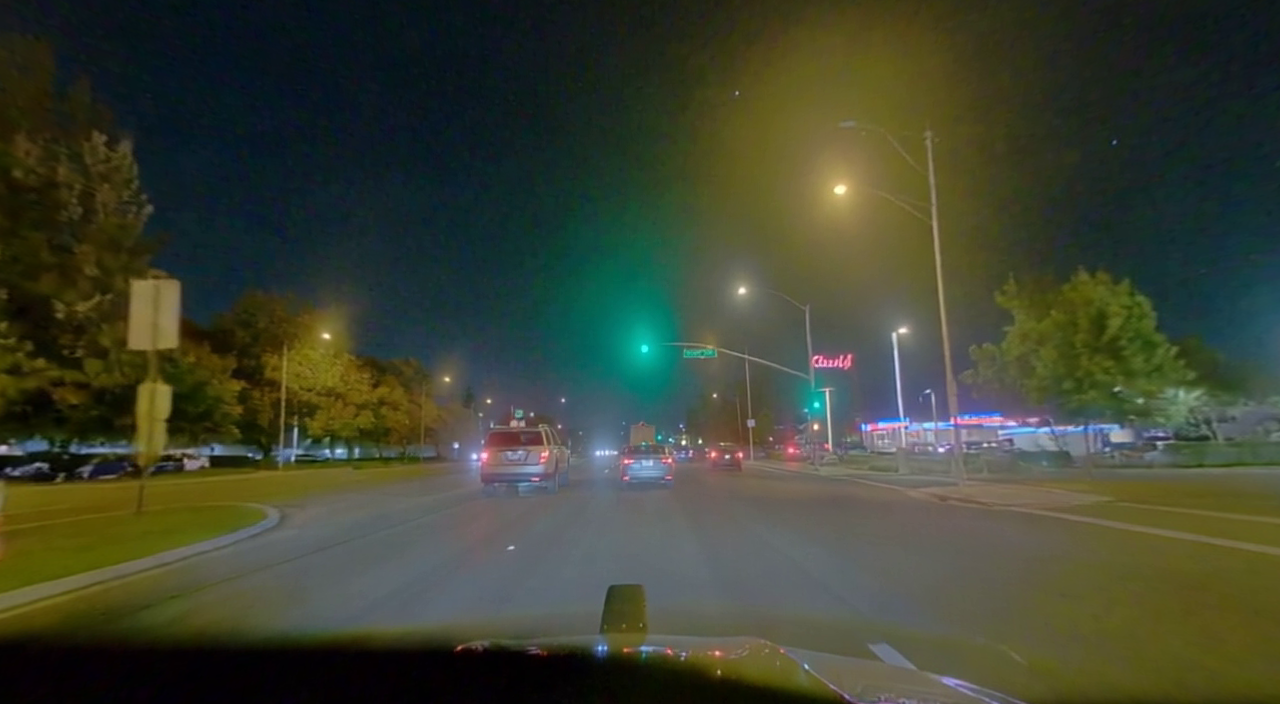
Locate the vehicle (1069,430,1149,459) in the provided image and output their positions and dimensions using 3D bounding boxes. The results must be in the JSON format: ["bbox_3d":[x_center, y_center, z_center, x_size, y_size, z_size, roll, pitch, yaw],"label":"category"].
[{"bbox_3d":[32.871,6.439,44.130,5.720,1.822,2.307,3,-9,-30],"label":"vehicle"}]

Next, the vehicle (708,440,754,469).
[{"bbox_3d":[5.004,5.675,35.192,1.900,1.507,4.151,0,-8,0],"label":"vehicle"}]

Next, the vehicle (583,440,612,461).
[{"bbox_3d":[-3.160,7.365,47.191,1.902,1.522,3.523,0,-8,0],"label":"vehicle"}]

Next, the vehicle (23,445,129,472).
[{"bbox_3d":[-30.771,5.798,34.458,3.979,1.442,1.793,0,-8,0],"label":"vehicle"}]

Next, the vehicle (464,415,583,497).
[{"bbox_3d":[-3.012,2.862,17.642,2.289,1.935,5.227,0,-8,0],"label":"vehicle"}]

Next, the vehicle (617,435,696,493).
[{"bbox_3d":[0.414,3.224,18.500,2.061,1.494,4.079,0,-8,0],"label":"vehicle"}]
